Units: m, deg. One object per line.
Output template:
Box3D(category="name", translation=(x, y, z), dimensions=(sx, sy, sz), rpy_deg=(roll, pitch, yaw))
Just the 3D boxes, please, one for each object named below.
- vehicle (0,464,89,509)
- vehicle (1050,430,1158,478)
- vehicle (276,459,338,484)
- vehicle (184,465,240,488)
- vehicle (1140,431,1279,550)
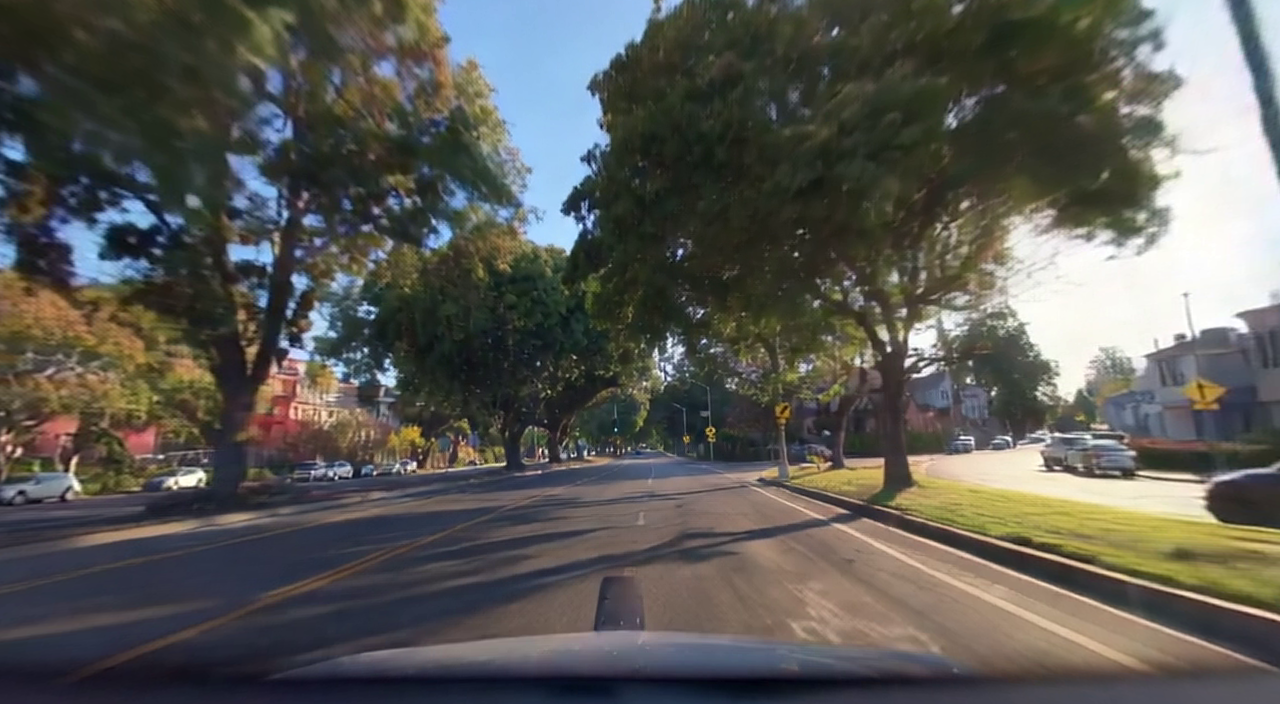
Box3D(category="vehicle", translation=(-27.480, 6.005, 27.946), dimensions=(1.936, 1.723, 4.573), rpy_deg=(-4, -13, 2))
Box3D(category="vehicle", translation=(19.123, 4.250, 26.347), dimensions=(1.992, 1.795, 4.849), rpy_deg=(-3, -9, 16))
Box3D(category="vehicle", translation=(-26.180, 9.369, 49.884), dimensions=(2.037, 1.762, 4.834), rpy_deg=(-1, -9, 2))
Box3D(category="vehicle", translation=(-31.903, 9.256, 47.175), dimensions=(1.673, 1.495, 3.659), rpy_deg=(0, -8, -2))
Box3D(category="vehicle", translation=(9.116, 1.661, 7.941), dimensions=(2.004, 1.476, 4.588), rpy_deg=(-6, -14, 3))
